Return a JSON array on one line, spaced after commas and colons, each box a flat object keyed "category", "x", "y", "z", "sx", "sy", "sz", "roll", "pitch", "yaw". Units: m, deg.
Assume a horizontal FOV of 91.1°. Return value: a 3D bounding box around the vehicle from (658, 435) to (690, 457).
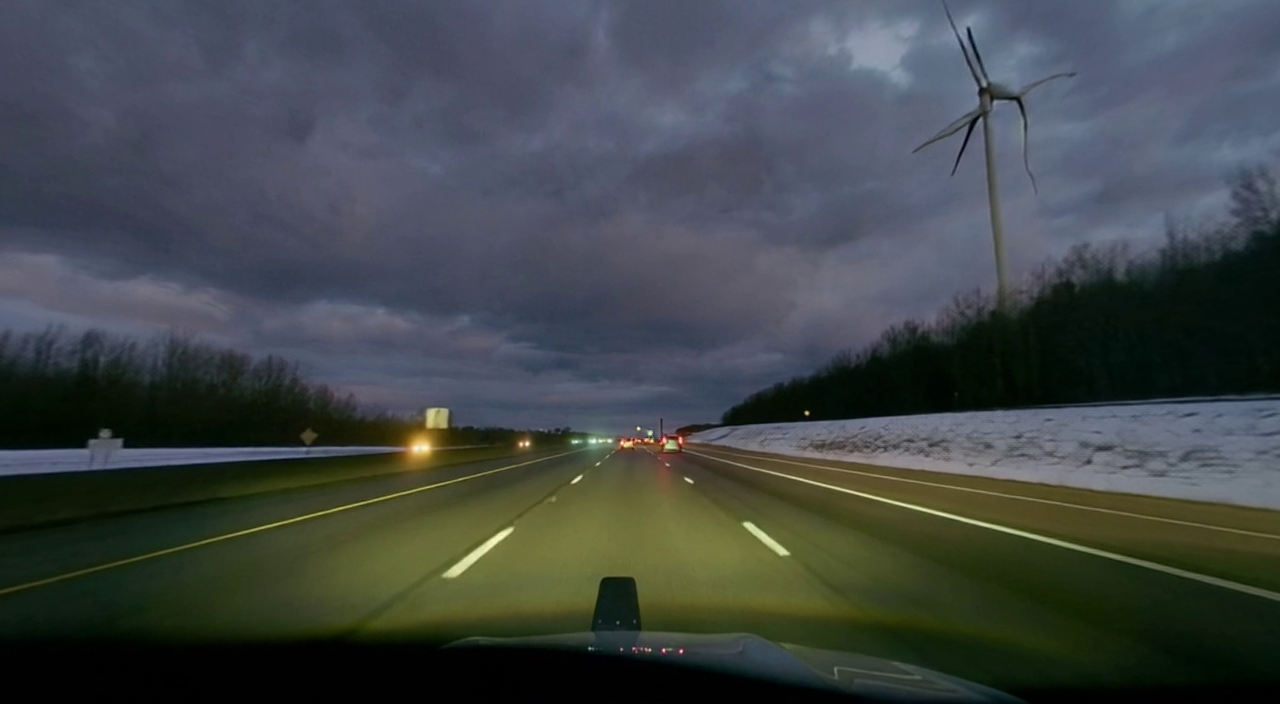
[{"category": "vehicle", "x": 2.532, "y": 7.068, "z": 47.297, "sx": 2.041, "sy": 1.551, "sz": 3.974, "roll": 0, "pitch": -8, "yaw": -2}]
